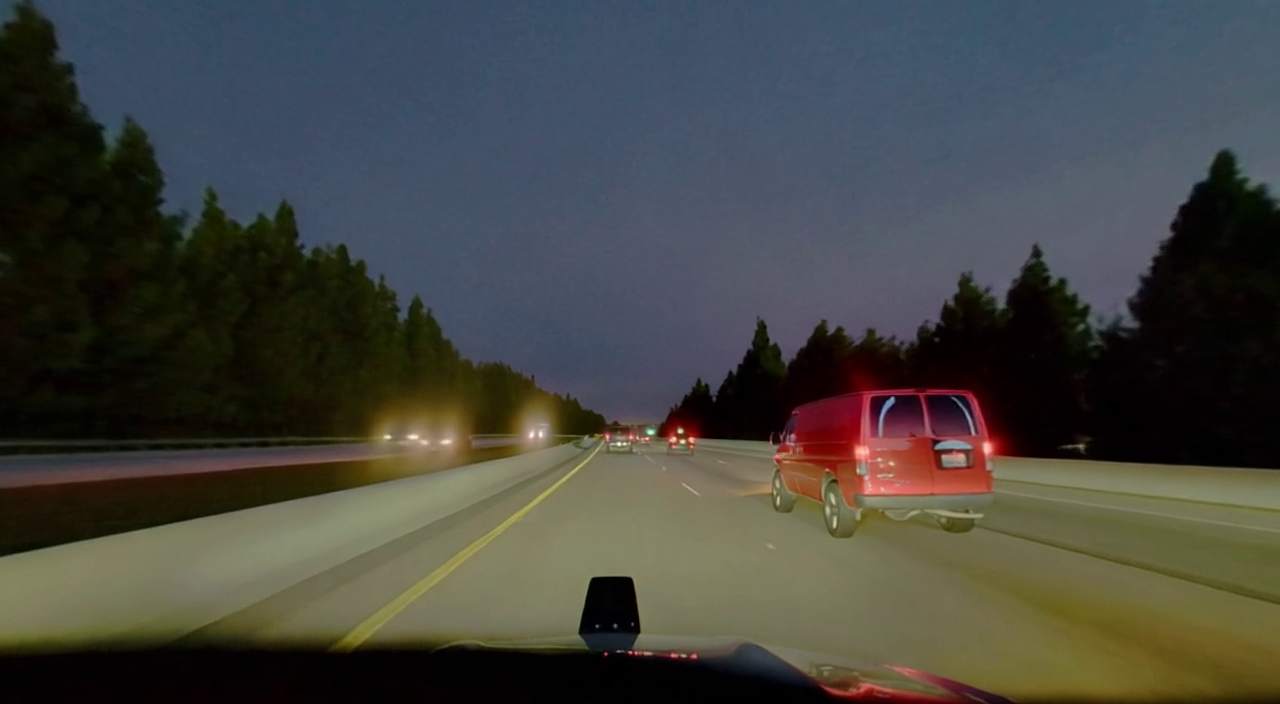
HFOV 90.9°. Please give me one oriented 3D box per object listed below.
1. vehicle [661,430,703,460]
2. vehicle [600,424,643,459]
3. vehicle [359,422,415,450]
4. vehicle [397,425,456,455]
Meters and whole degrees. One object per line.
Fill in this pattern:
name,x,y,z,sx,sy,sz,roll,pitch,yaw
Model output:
vehicle,2.384,5.403,36.776,1.996,1.589,3.715,0,-8,-3
vehicle,-1.120,5.387,38.047,2.403,1.994,4.683,0,-8,-2
vehicle,-14.799,4.947,37.045,1.784,1.504,3.781,0,-8,-1
vehicle,-11.326,4.721,33.746,1.780,1.455,4.310,-1,-8,-1
